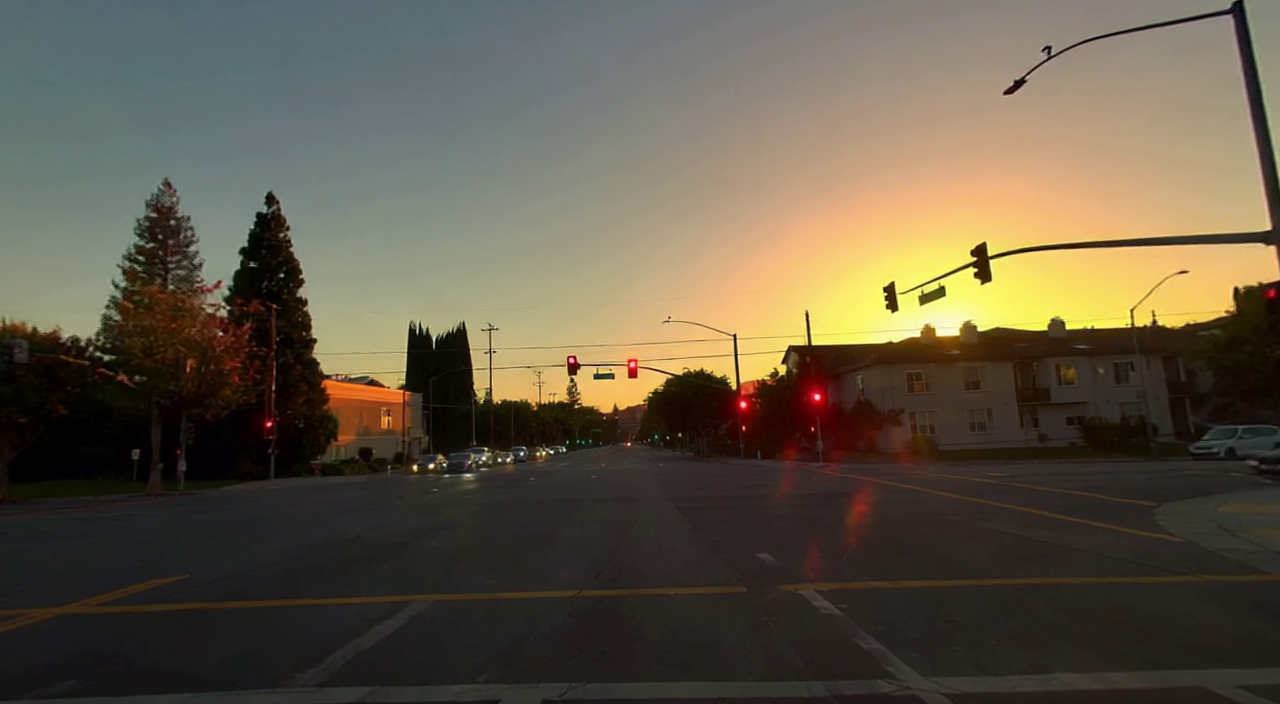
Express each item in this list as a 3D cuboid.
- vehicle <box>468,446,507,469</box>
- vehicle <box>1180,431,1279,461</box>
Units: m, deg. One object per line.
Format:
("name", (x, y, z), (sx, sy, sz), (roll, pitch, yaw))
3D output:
("vehicle", (-10.738, 7.460, 44.755), (1.881, 1.509, 3.377), (0, -9, 1))
("vehicle", (31.287, 4.892, 33.046), (4.318, 1.488, 1.870), (0, -9, -1))
